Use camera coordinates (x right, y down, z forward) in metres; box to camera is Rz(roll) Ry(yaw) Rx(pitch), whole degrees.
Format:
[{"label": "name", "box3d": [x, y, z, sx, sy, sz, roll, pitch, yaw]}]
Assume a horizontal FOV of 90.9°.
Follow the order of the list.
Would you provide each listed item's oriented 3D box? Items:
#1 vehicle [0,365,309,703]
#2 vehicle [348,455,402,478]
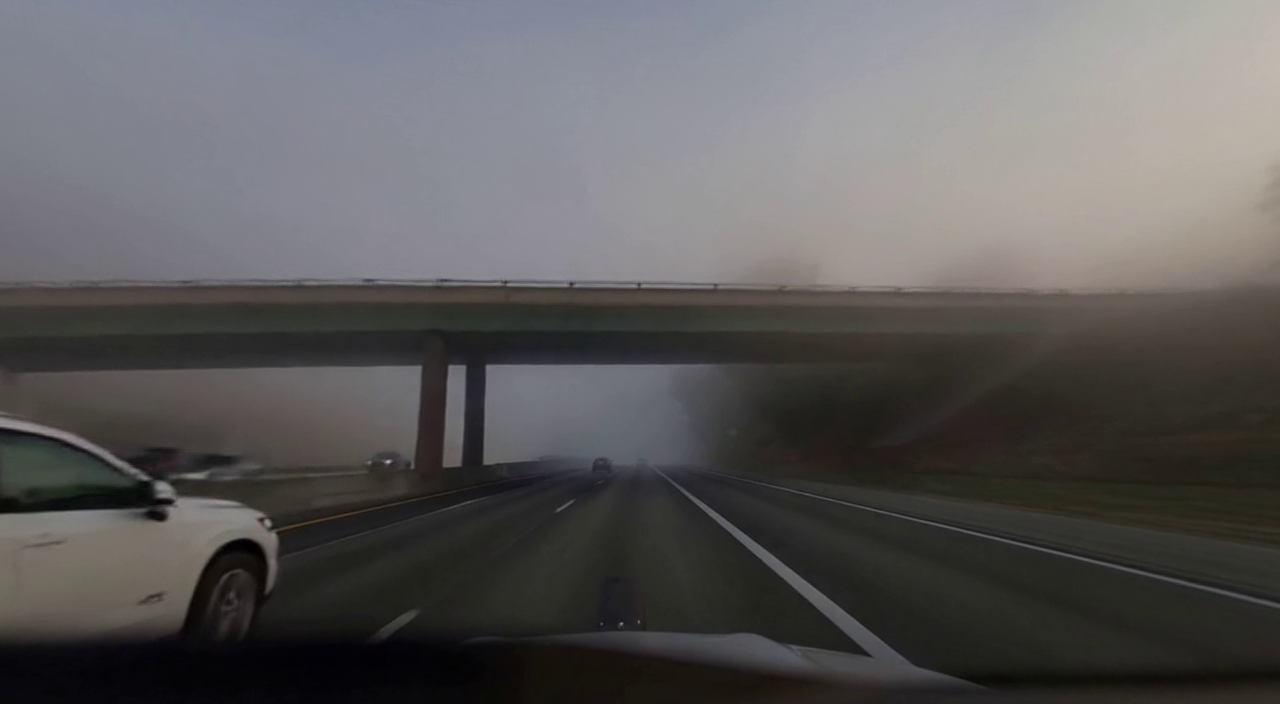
[{"label": "vehicle", "box3d": [-3.500, 0.814, 1.975, 2.274, 1.628, 4.807, 0, -9, 0]}, {"label": "vehicle", "box3d": [-18.125, 7.813, 43.362, 1.785, 1.459, 4.516, 0, -9, -1]}]
